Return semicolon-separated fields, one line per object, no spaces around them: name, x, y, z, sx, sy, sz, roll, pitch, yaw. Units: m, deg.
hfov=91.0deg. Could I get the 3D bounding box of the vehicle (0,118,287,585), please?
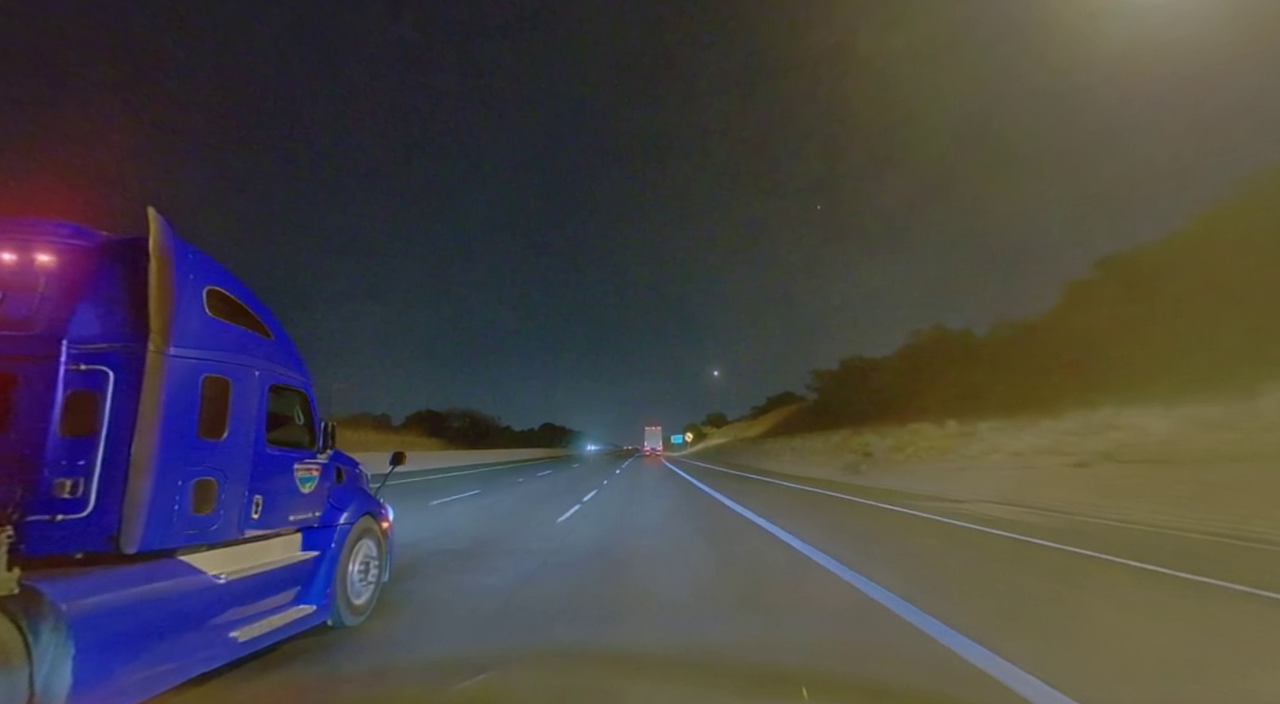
vehicle;-6.989;-0.067;5.021;2.996;3.947;8.600;0;-9;2
